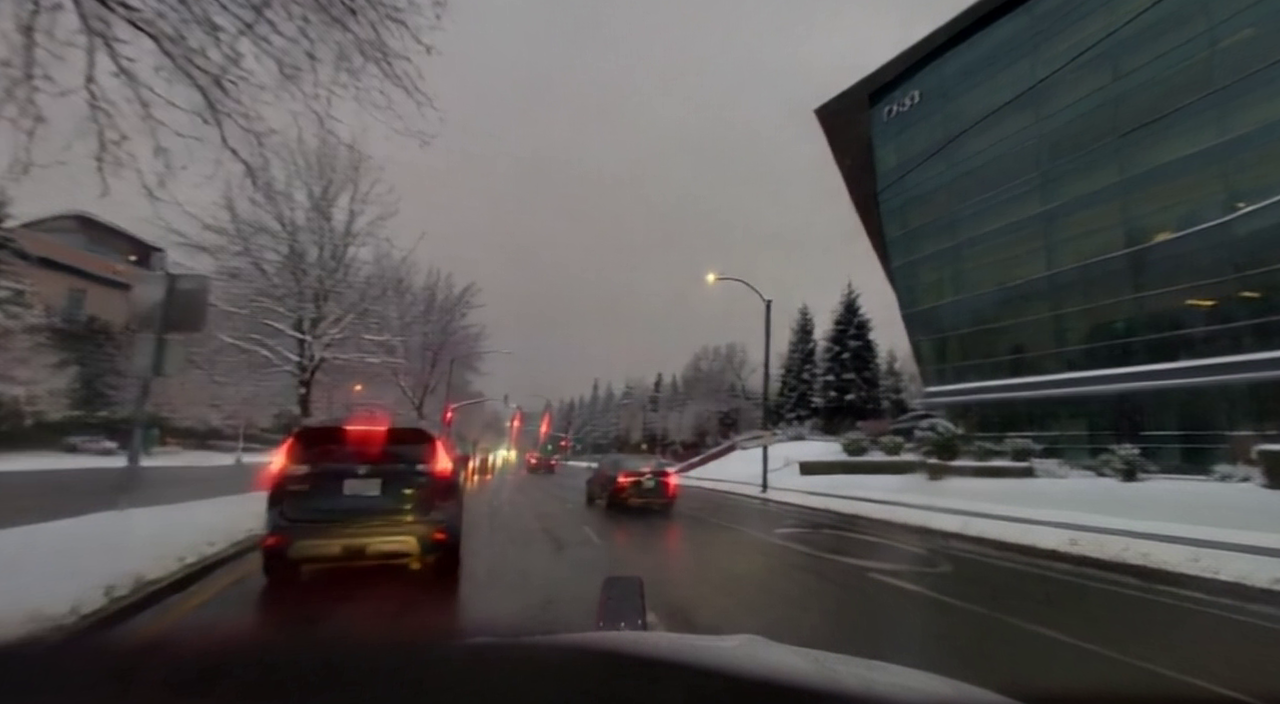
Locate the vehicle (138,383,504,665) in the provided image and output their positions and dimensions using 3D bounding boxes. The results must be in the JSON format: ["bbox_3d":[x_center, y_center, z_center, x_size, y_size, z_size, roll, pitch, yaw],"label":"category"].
[{"bbox_3d":[-2.974,1.510,6.820,2.275,1.819,4.883,3,-9,-19],"label":"vehicle"}]

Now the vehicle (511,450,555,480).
[{"bbox_3d":[-7.034,7.304,40.840,2.301,1.716,4.856,5,-10,-14],"label":"vehicle"}]

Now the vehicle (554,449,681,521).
[{"bbox_3d":[-0.809,3.517,17.212,2.205,1.537,4.895,7,-10,-16],"label":"vehicle"}]
